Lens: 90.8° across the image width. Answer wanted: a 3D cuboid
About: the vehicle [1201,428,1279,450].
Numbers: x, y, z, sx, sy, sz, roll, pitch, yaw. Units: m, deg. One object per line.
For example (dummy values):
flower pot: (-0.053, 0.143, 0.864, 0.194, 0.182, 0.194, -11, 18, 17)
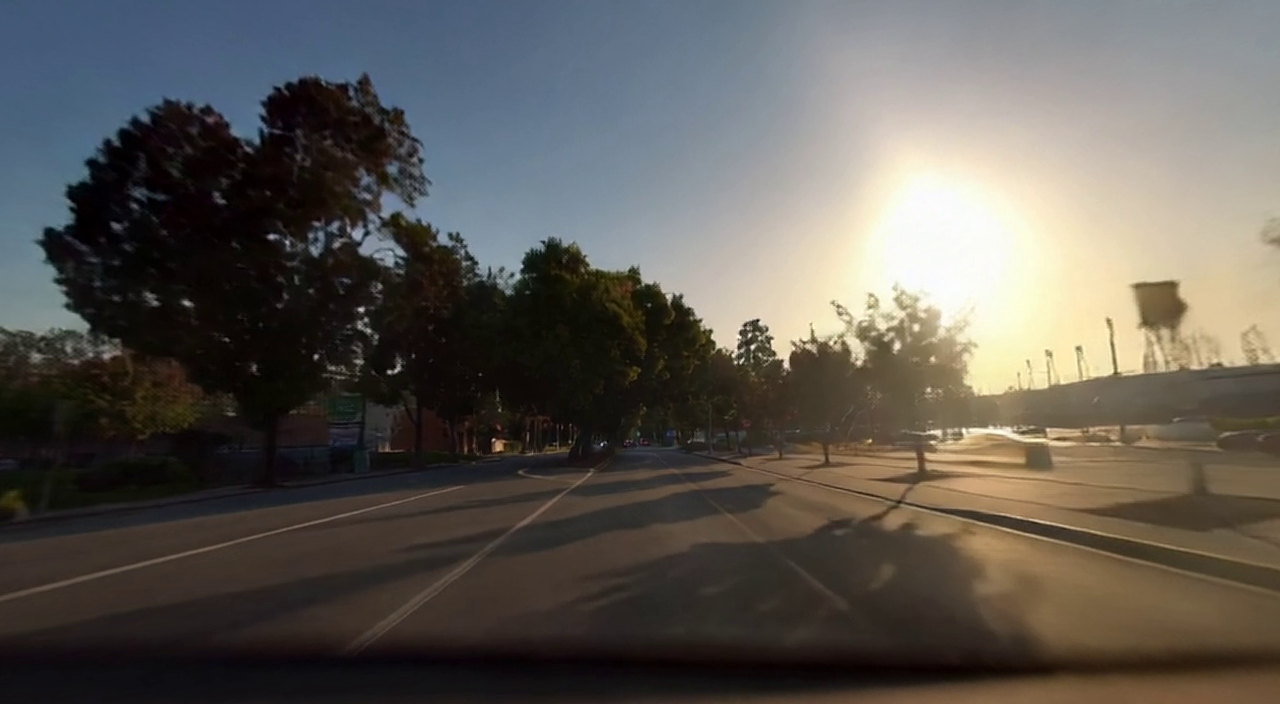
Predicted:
vehicle: (44.679, 6.411, 46.874, 1.826, 1.461, 4.516, -2, -7, -1)
